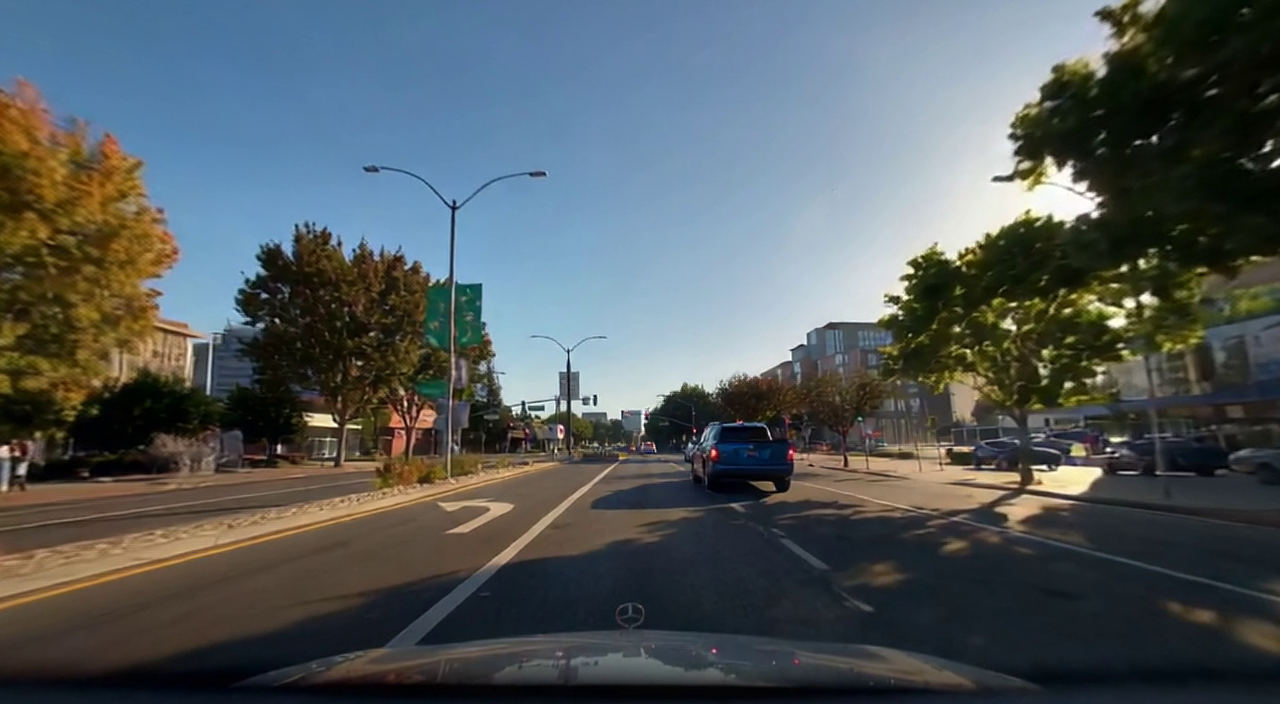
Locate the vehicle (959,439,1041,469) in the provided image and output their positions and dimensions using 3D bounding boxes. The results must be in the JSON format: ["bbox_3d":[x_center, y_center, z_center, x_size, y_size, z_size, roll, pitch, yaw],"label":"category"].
[{"bbox_3d":[19.261,5.474,33.977,1.842,1.495,4.474,0,-8,1],"label":"vehicle"}]

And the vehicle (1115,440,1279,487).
[{"bbox_3d":[18.876,3.699,21.157,4.348,1.448,1.976,-5,-10,30],"label":"vehicle"}]

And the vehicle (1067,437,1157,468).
[{"bbox_3d":[24.900,5.317,33.417,1.736,1.516,4.047,0,-8,3],"label":"vehicle"}]
